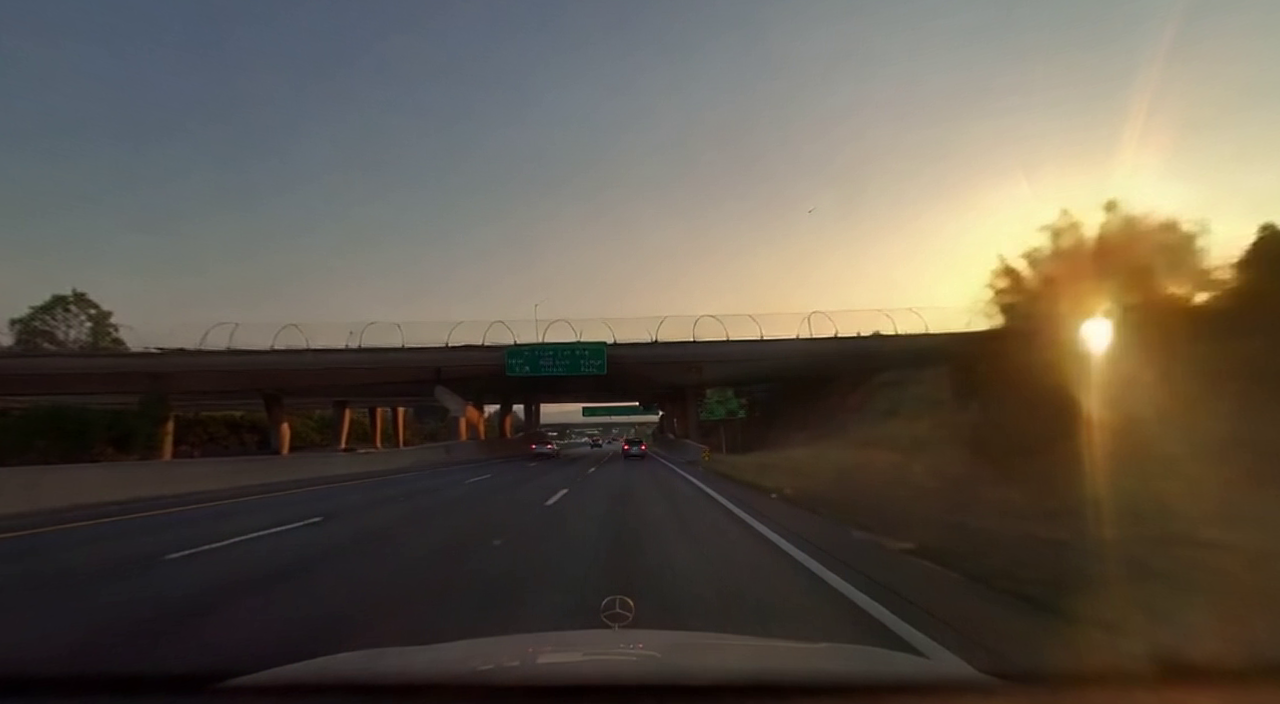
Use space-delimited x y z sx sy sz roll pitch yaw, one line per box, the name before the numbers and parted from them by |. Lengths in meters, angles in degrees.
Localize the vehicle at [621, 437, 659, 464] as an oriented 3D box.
vehicle | -0.050 5.619 36.171 2.072 1.440 3.690 0 -8 -1
